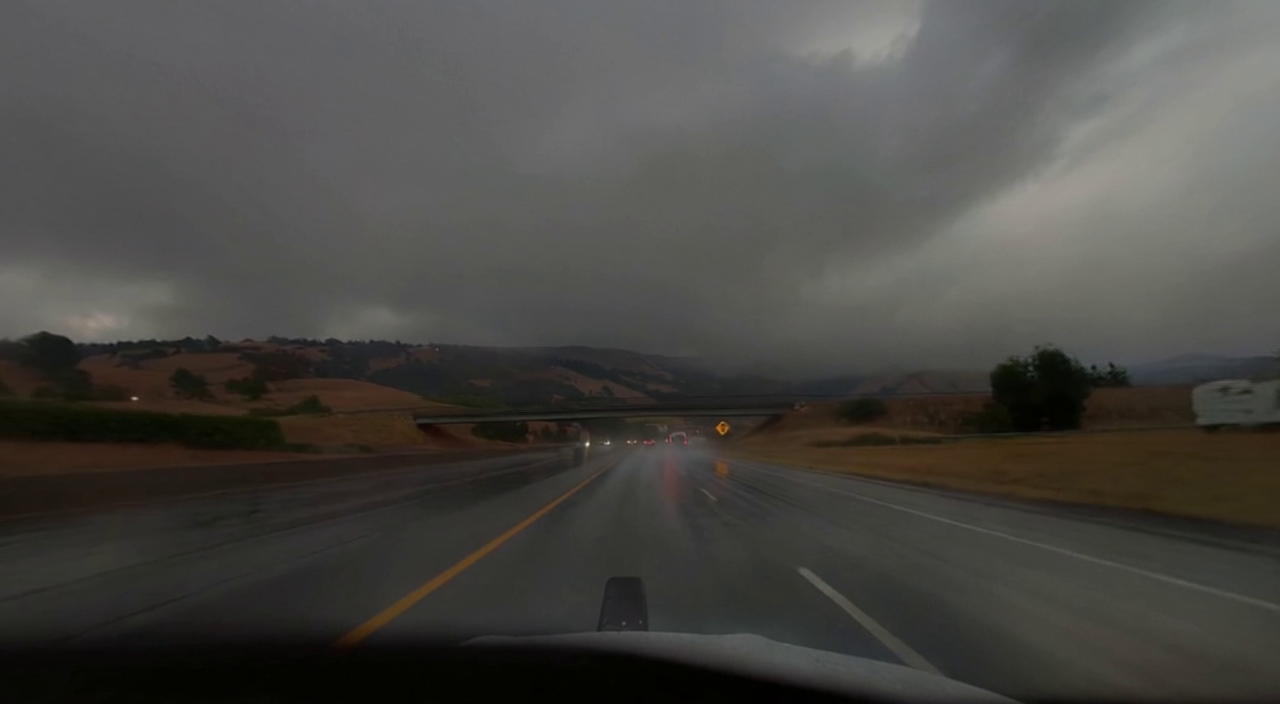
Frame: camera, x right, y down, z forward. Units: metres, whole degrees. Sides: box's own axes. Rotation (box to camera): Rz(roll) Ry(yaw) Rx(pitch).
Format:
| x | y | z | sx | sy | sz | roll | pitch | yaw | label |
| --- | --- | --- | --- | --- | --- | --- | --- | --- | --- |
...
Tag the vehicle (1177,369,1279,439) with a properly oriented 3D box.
| x | y | z | sx | sy | sz | roll | pitch | yaw | label |
| --- | --- | --- | --- | --- | --- | --- | --- | --- | --- |
| 36.447 | 3.177 | 37.253 | 3.089 | 3.837 | 6.103 | 5 | -9 | -25 | vehicle |
